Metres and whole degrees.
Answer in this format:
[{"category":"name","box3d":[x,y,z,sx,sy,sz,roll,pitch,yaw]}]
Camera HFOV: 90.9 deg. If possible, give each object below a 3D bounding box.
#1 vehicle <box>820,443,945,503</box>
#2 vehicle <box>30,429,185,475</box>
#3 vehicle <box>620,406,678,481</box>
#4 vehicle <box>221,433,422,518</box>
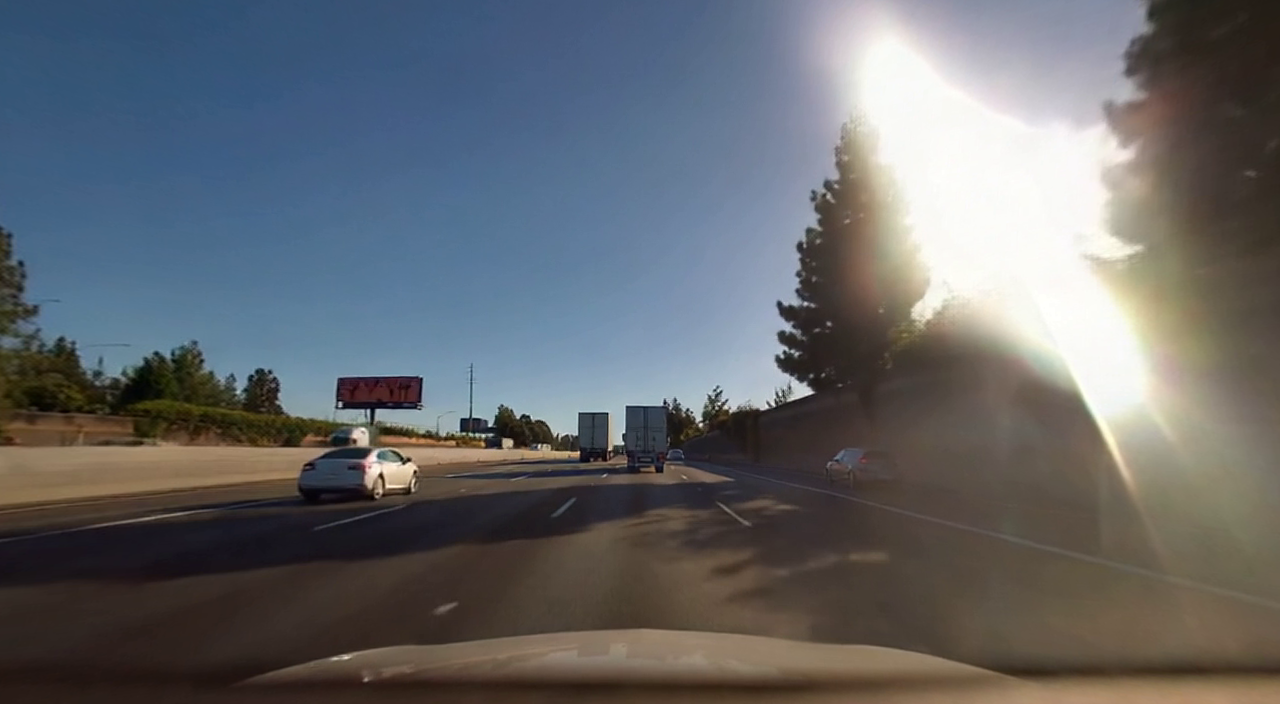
[{"category":"vehicle","box3d":[7.096,3.554,19.025,1.969,1.560,4.394,0,-8,-1]},{"category":"vehicle","box3d":[-21.953,4.146,26.357,2.287,1.689,4.740,0,-8,1]},{"category":"vehicle","box3d":[0.431,5.419,39.115,3.054,3.944,11.230,0,-6,0]},{"category":"vehicle","box3d":[-6.729,2.638,14.084,1.992,1.547,4.673,0,-8,1]}]
